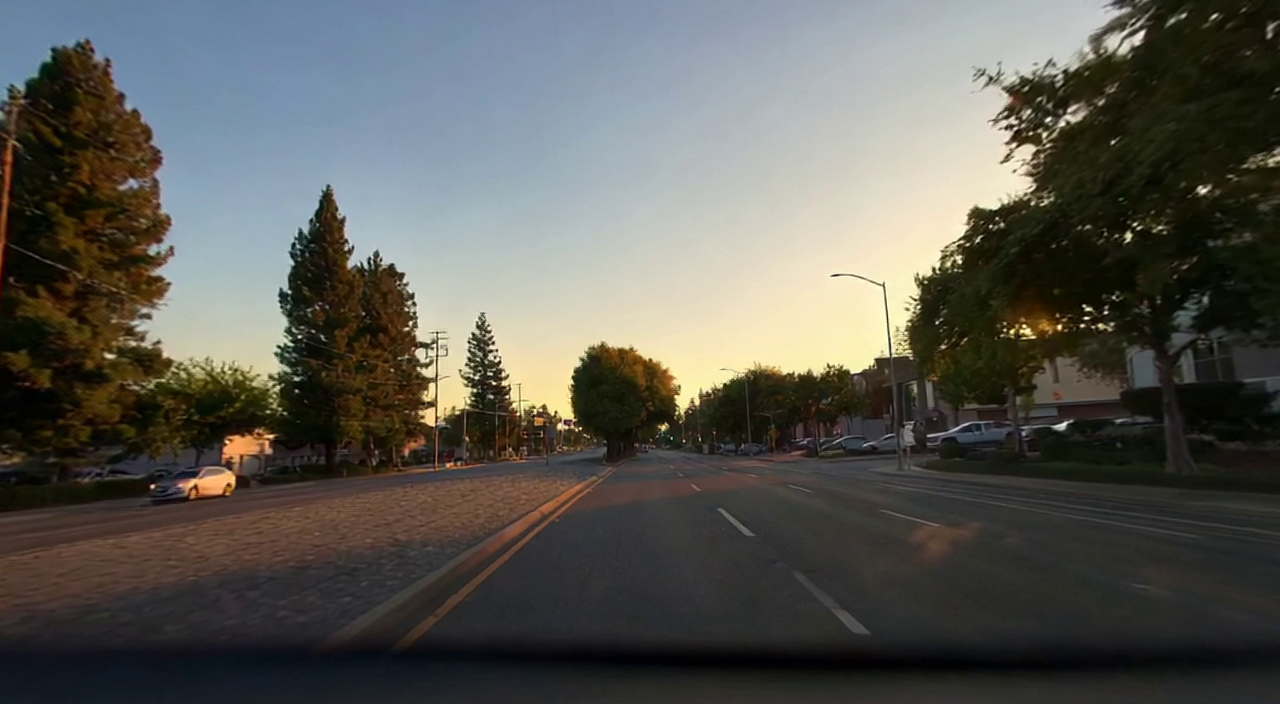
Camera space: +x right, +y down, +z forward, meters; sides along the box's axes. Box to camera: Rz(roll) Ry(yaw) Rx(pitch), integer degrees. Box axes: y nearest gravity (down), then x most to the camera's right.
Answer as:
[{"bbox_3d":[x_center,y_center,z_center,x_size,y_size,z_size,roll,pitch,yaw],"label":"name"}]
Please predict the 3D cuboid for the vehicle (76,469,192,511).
[{"bbox_3d":[-23.253,6.329,29.223,1.847,1.593,4.127,0,-8,1],"label":"vehicle"}]
